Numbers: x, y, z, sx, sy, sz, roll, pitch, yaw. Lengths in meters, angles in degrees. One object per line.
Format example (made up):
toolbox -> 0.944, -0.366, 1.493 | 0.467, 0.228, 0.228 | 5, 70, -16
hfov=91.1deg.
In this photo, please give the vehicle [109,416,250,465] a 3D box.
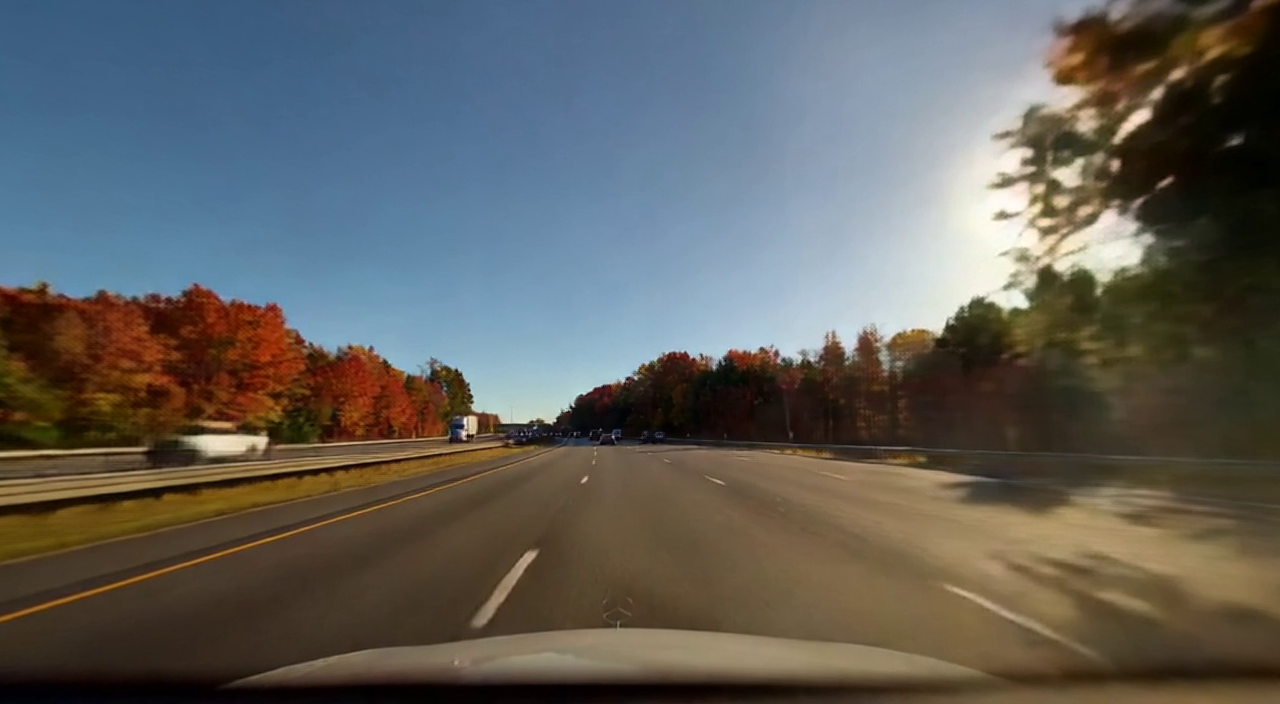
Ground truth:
vehicle -> -16.977, 3.296, 23.519 | 1.921, 1.646, 4.593 | 0, -8, -2
